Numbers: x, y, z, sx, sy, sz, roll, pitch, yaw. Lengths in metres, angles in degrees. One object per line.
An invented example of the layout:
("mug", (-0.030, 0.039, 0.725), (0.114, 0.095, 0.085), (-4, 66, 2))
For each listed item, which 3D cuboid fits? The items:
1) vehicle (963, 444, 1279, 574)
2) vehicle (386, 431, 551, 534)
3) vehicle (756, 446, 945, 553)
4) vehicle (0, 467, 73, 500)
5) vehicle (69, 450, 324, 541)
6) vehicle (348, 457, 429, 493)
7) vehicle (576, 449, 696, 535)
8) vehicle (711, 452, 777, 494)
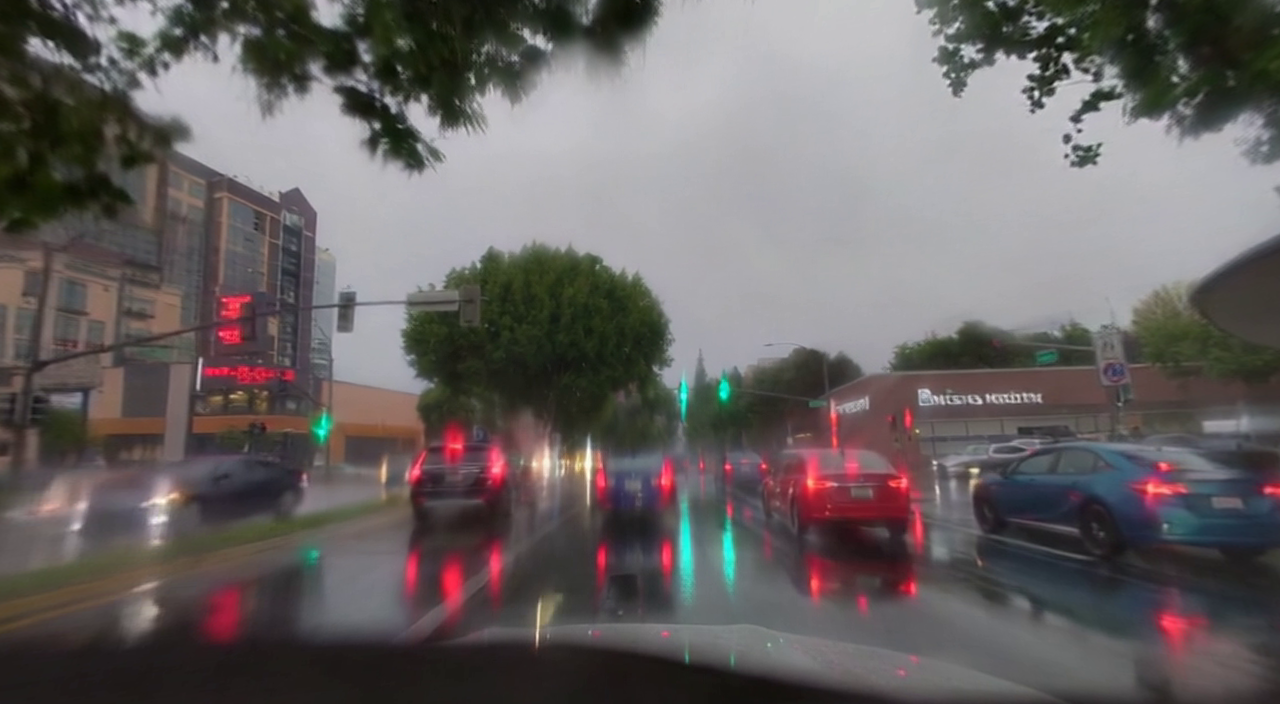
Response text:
("vehicle", (7.264, 2.213, 9.829), (2.004, 1.508, 4.646), (0, -9, 0))
("vehicle", (-3.445, 2.733, 13.968), (2.160, 1.823, 5.115), (0, -9, 1))
("vehicle", (3.405, 2.437, 11.192), (2.020, 1.513, 4.120), (0, -9, 2))
("vehicle", (-34.665, 7.271, 35.024), (4.238, 1.671, 1.898), (2, -10, -13))
("vehicle", (-8.592, 2.767, 12.892), (1.976, 1.499, 4.355), (0, -9, 1))
("vehicle", (-11.768, 5.757, 29.921), (1.912, 1.477, 4.398), (0, -9, 2))
("vehicle", (-0.054, 2.759, 13.084), (2.098, 1.477, 3.897), (0, -9, 1))
("vehicle", (4.047, 4.760, 25.257), (1.888, 1.472, 4.528), (0, -9, 1))
